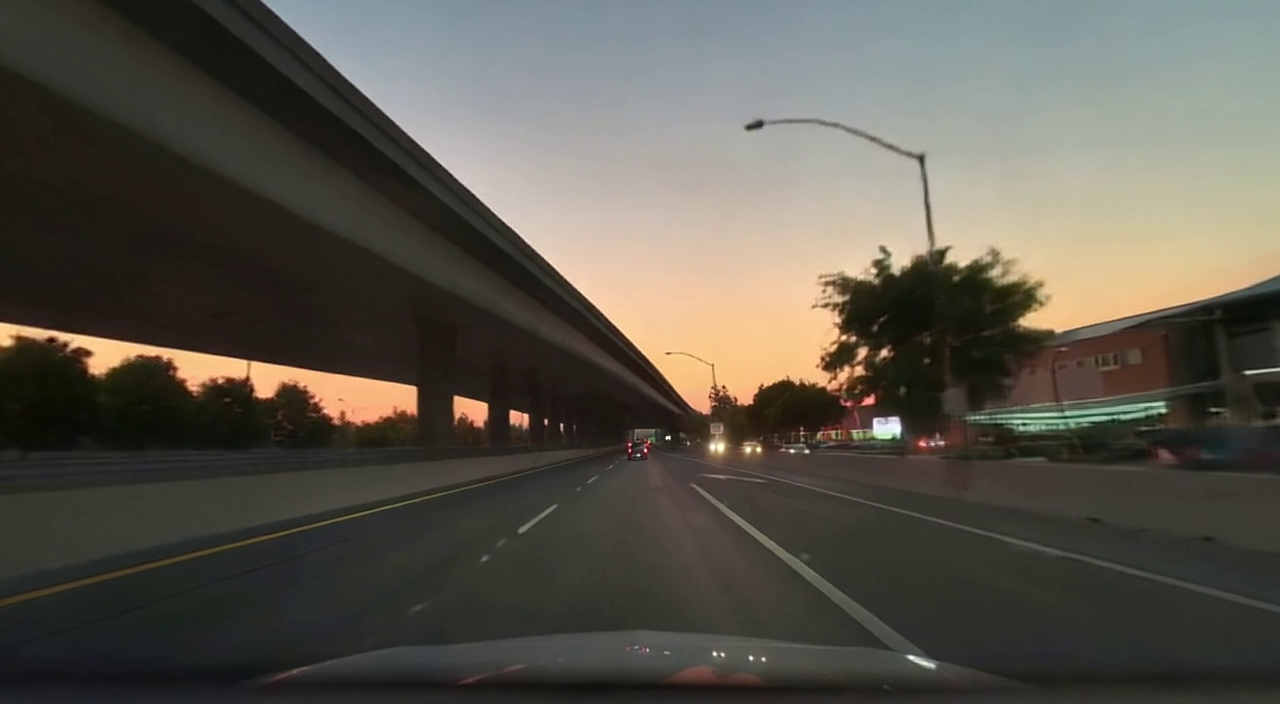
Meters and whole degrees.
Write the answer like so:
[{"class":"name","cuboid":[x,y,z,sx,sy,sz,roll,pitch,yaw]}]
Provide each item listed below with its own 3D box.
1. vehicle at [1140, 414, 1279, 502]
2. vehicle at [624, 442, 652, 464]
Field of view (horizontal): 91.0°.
[{"class":"vehicle","cuboid":[15.673,2.569,15.317,2.331,1.988,5.665,0,-9,0]},{"class":"vehicle","cuboid":[-0.162,7.779,48.561,2.110,1.555,4.431,0,-9,-1]}]
